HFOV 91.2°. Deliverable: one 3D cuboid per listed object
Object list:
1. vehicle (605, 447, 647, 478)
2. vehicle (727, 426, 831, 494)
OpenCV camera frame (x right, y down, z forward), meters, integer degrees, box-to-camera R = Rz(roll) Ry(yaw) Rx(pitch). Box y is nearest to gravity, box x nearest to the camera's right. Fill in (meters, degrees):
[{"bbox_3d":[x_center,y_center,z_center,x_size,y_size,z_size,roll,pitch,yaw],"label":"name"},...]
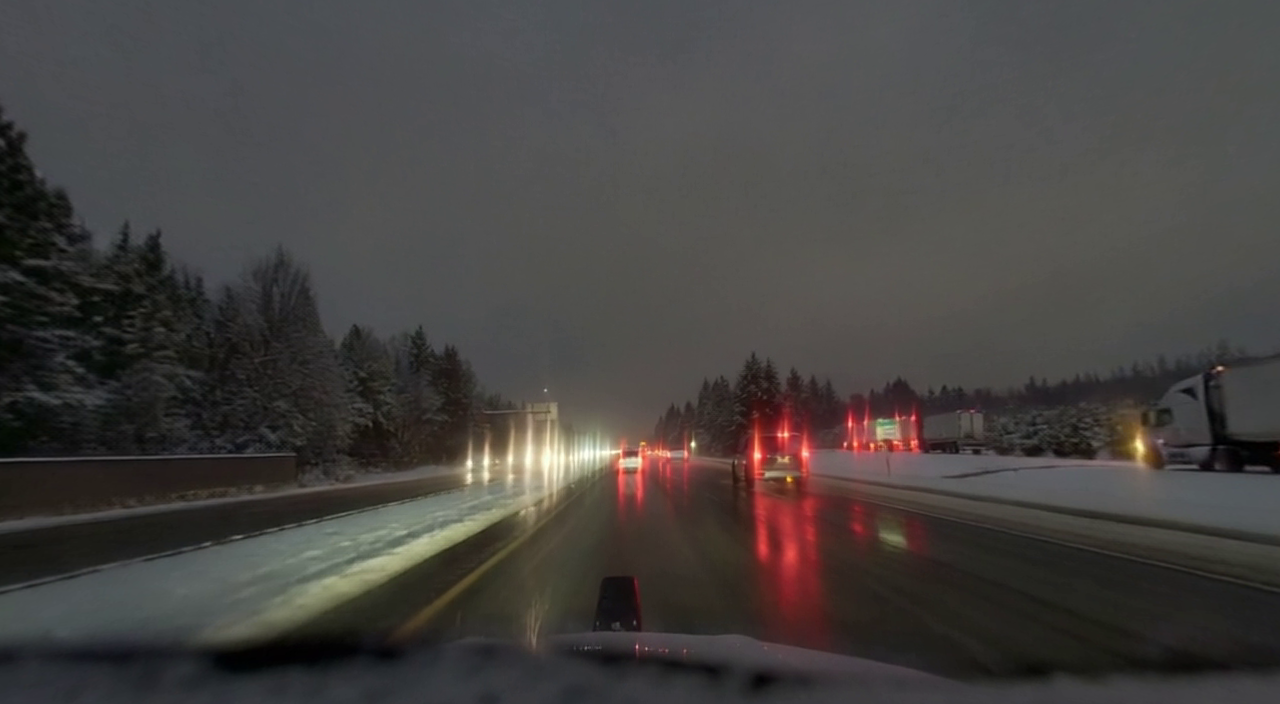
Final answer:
[{"bbox_3d":[-0.696,5.589,31.919,2.029,1.483,3.769,0,-9,-1],"label":"vehicle"},{"bbox_3d":[4.383,3.515,20.643,2.261,1.952,4.784,0,-9,-1],"label":"vehicle"}]
